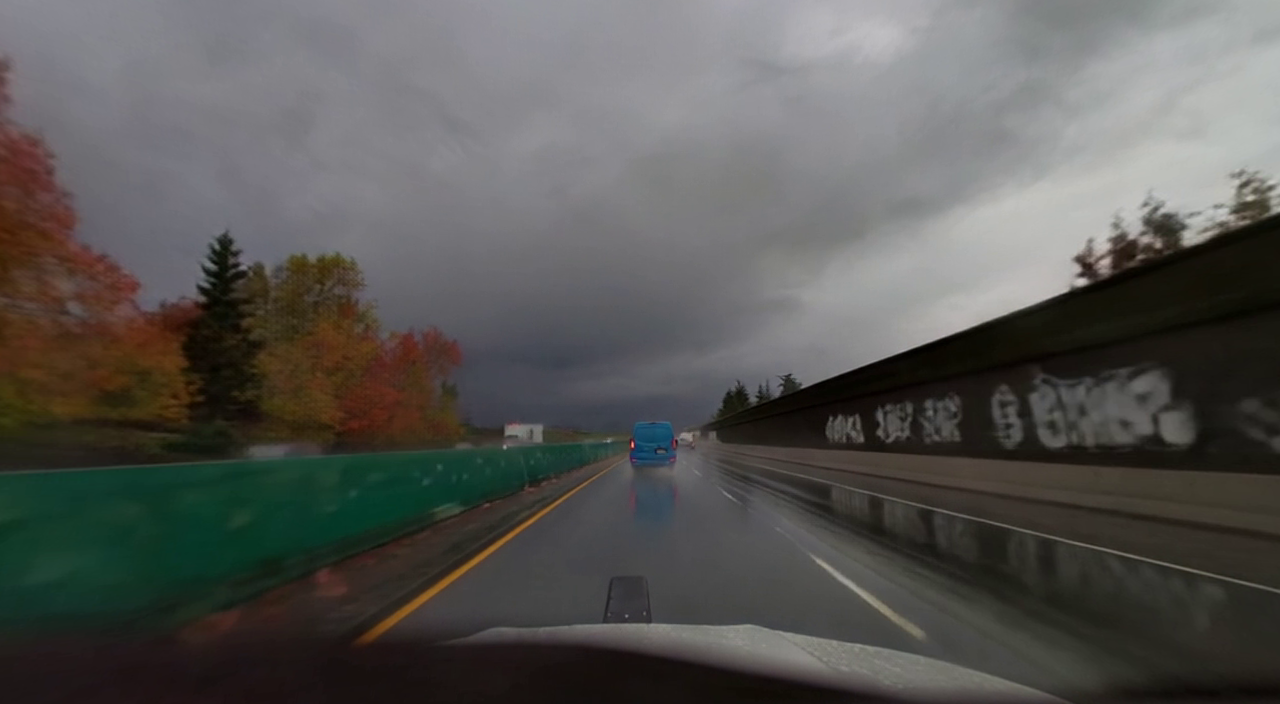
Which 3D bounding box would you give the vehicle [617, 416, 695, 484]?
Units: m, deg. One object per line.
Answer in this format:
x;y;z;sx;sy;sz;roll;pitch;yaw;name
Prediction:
0.484;3.196;20.668;2.283;1.956;4.421;0;-8;0;vehicle

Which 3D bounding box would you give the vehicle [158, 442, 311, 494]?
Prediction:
-12.936;3.693;20.464;2.107;1.507;4.206;0;-8;1;vehicle
